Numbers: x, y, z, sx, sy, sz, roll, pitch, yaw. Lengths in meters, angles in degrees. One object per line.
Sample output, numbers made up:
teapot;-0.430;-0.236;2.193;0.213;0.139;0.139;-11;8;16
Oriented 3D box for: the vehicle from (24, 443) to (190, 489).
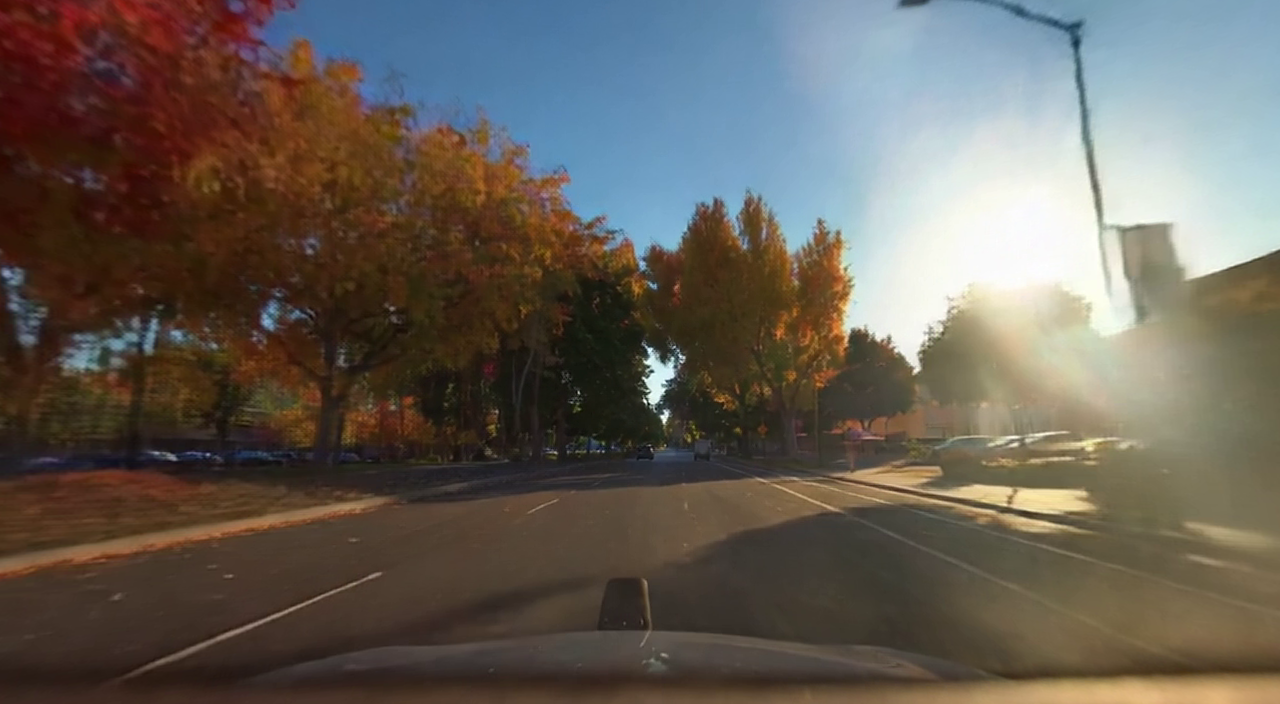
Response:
vehicle;-23.569;5.059;28.315;2.162;1.818;5.758;-1;-9;4
